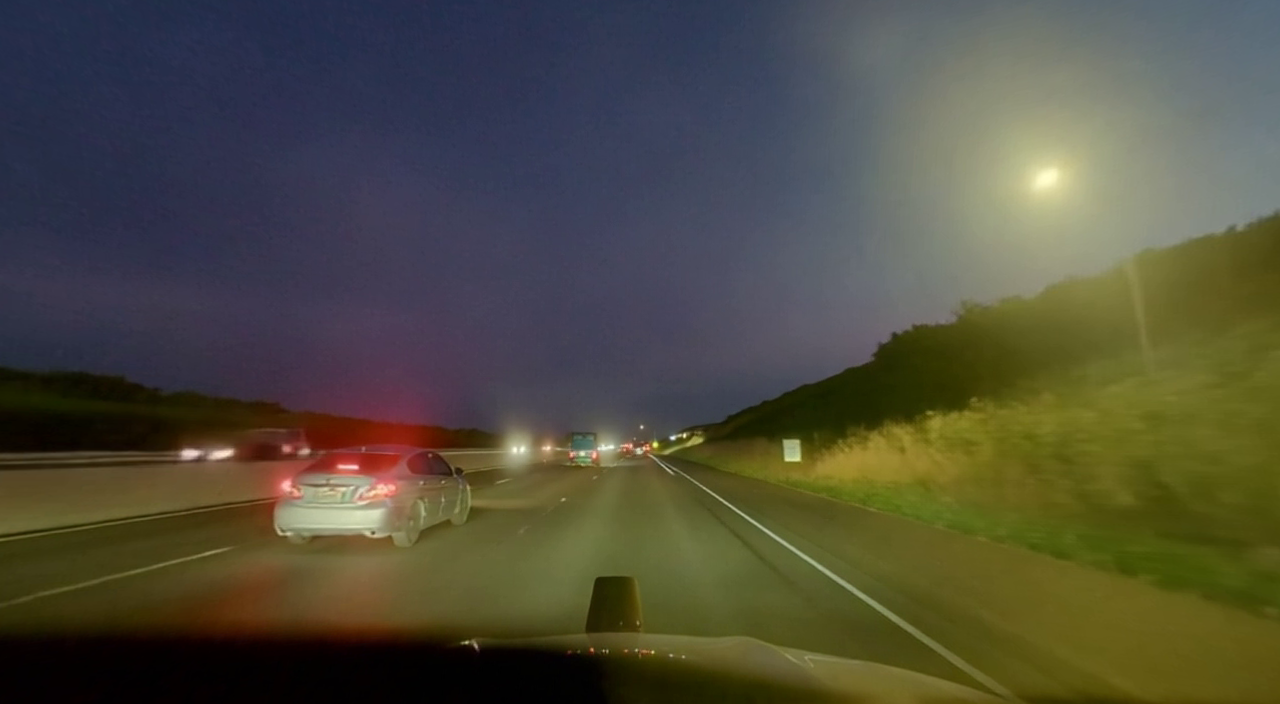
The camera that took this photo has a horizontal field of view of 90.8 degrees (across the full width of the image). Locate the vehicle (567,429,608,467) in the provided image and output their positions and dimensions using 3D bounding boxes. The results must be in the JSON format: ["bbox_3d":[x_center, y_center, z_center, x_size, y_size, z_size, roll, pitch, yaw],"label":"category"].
[{"bbox_3d":[-3.568,6.660,43.633,2.290,2.453,5.561,0,-9,1],"label":"vehicle"}]

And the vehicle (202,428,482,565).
[{"bbox_3d":[-3.675,1.846,8.733,1.924,1.436,3.915,0,-9,1],"label":"vehicle"}]
